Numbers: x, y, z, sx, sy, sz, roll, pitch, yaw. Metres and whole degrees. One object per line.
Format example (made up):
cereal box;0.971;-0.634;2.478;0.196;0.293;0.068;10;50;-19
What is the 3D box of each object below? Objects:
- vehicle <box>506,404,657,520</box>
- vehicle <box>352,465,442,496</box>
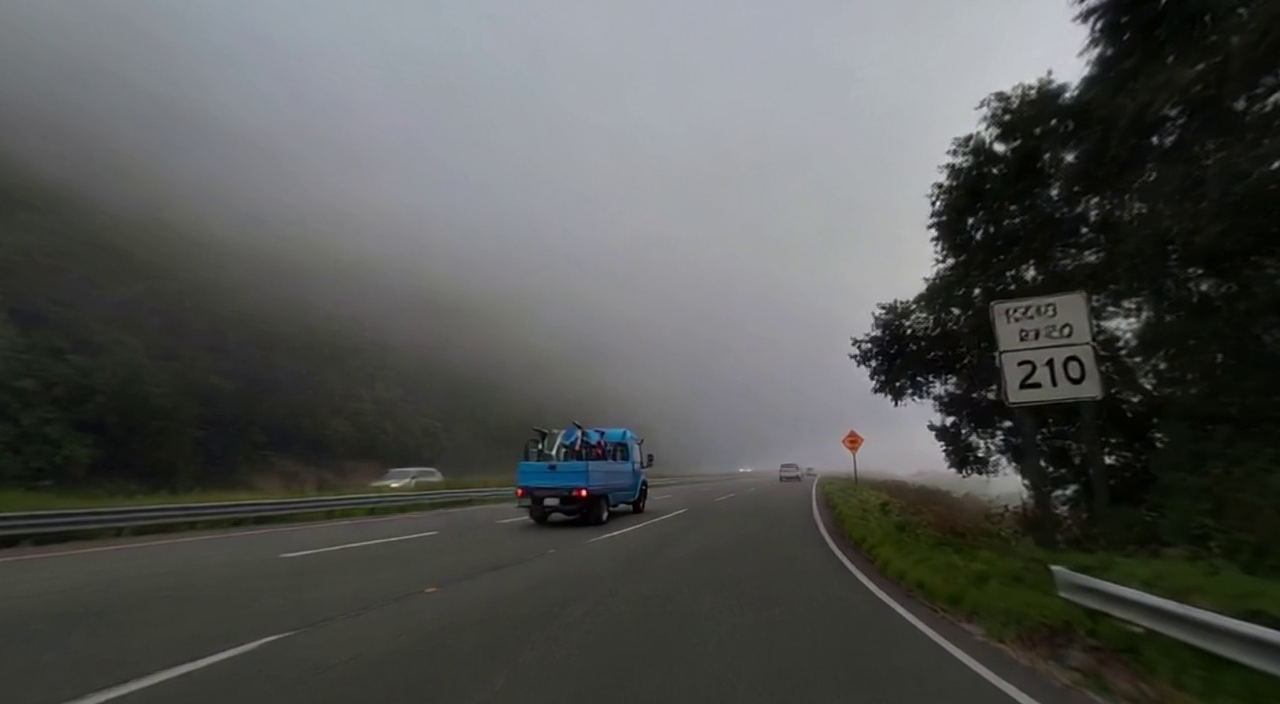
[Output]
vehicle;-1.590;3.902;21.891;2.841;3.244;7.689;-2;-12;13
vehicle;-14.048;7.491;36.744;1.896;1.641;5.535;-3;-12;15
